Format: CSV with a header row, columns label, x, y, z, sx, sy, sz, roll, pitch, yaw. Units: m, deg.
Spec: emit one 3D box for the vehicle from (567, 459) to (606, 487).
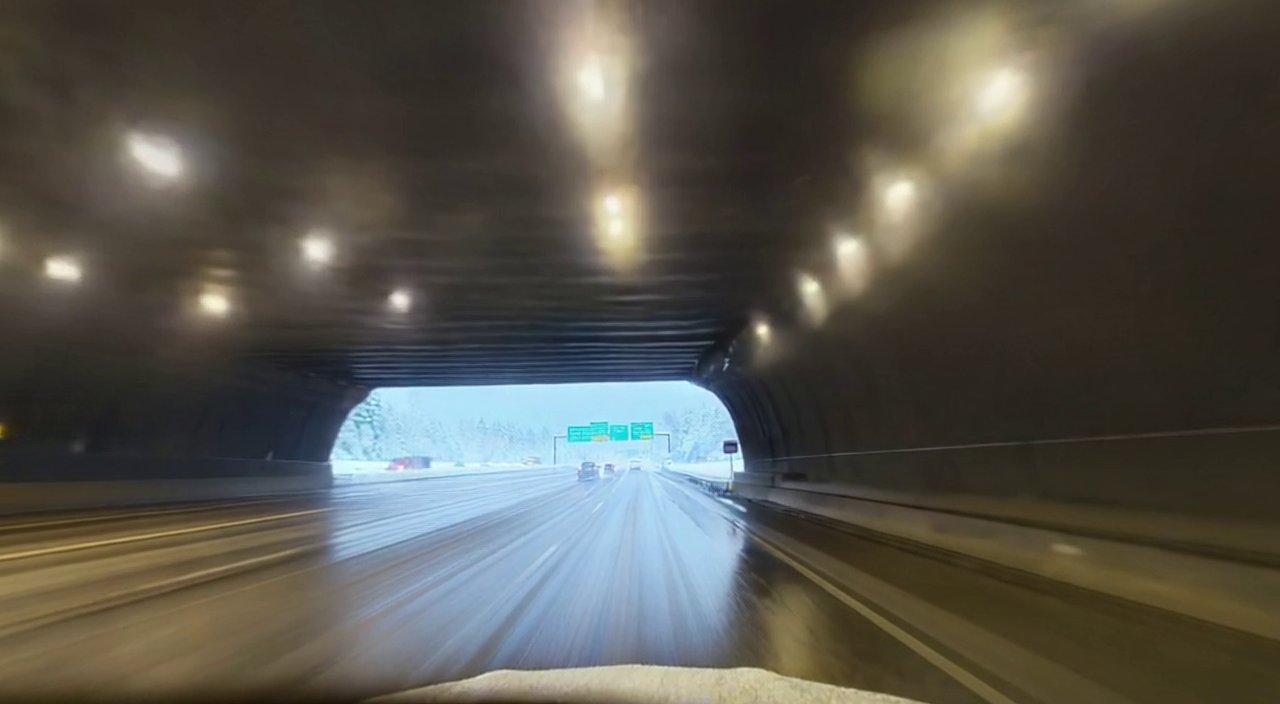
label,x,y,z,sx,sy,sz,roll,pitch,yaw
vehicle,-3.300,7.581,39.510,2.092,1.642,3.895,1,-10,0
